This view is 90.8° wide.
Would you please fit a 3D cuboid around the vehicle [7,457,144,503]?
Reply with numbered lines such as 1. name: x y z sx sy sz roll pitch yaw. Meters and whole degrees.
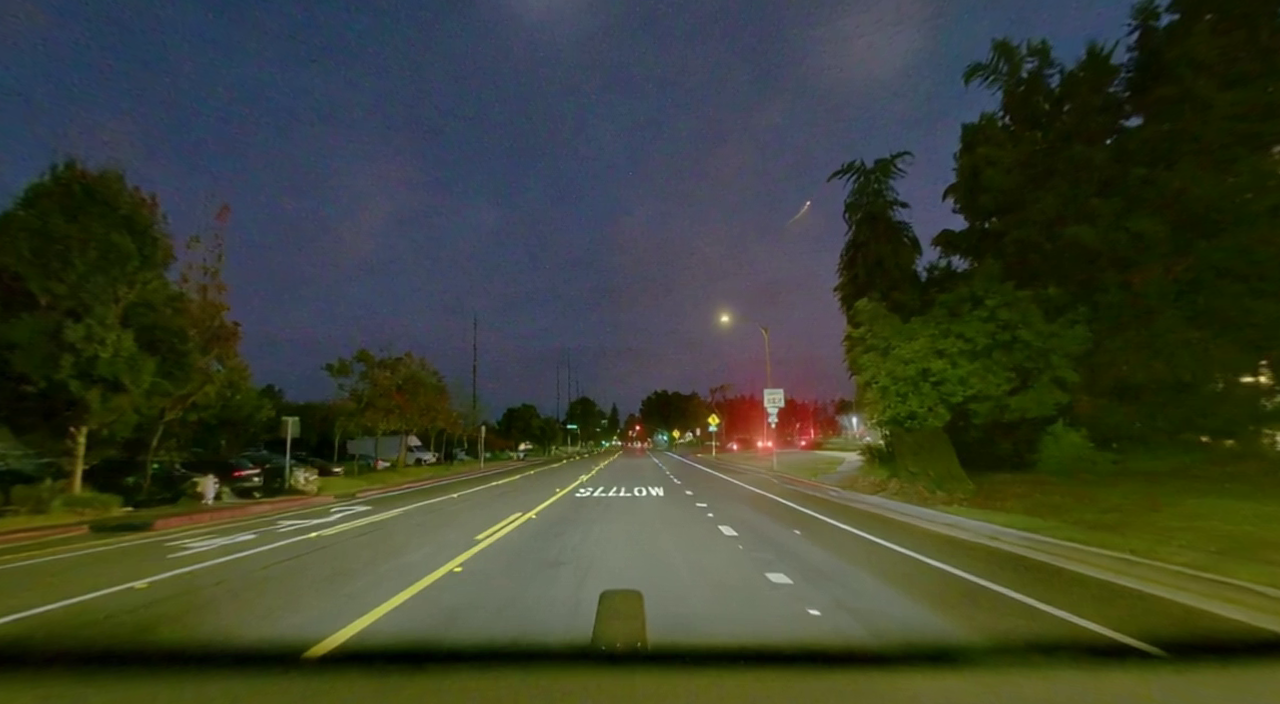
1. vehicle: -24.292 5.483 27.468 1.959 1.697 4.633 1 -9 -6

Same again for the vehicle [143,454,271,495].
1. vehicle: -19.298 5.414 28.205 4.752 1.690 1.990 -3 -9 16

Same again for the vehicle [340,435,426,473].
1. vehicle: -19.483 7.706 47.867 5.971 2.749 2.293 -4 -9 22
